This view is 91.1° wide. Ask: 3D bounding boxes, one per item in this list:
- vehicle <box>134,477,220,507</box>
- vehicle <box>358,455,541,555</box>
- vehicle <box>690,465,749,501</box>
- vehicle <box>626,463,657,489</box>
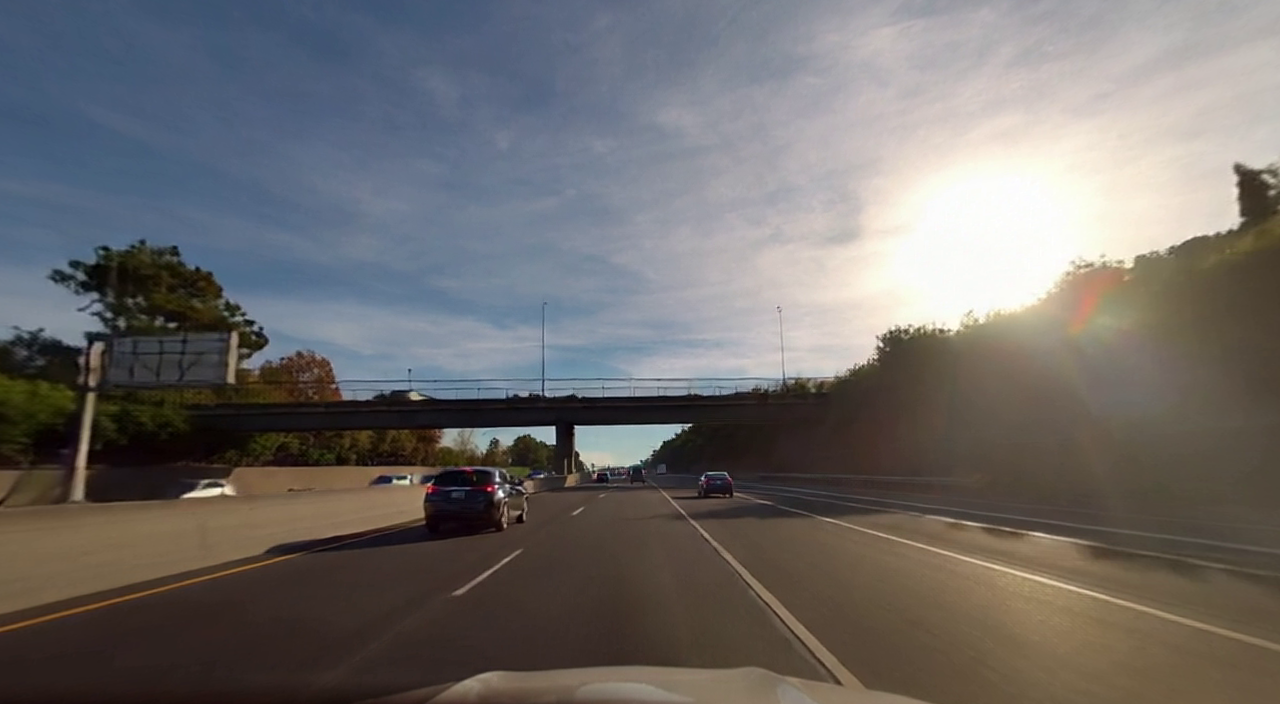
[{"bbox_3d":[-25.755,7.784,35.105,1.784,1.459,3.728,0,-10,2],"label":"vehicle"},{"bbox_3d":[-3.331,2.801,12.054,2.099,1.516,4.308,1,-10,1],"label":"vehicle"},{"bbox_3d":[3.615,6.055,29.291,2.092,1.518,4.348,1,-10,-1],"label":"vehicle"},{"bbox_3d":[0.122,8.925,45.338,2.181,1.698,4.056,1,-10,0],"label":"vehicle"}]
